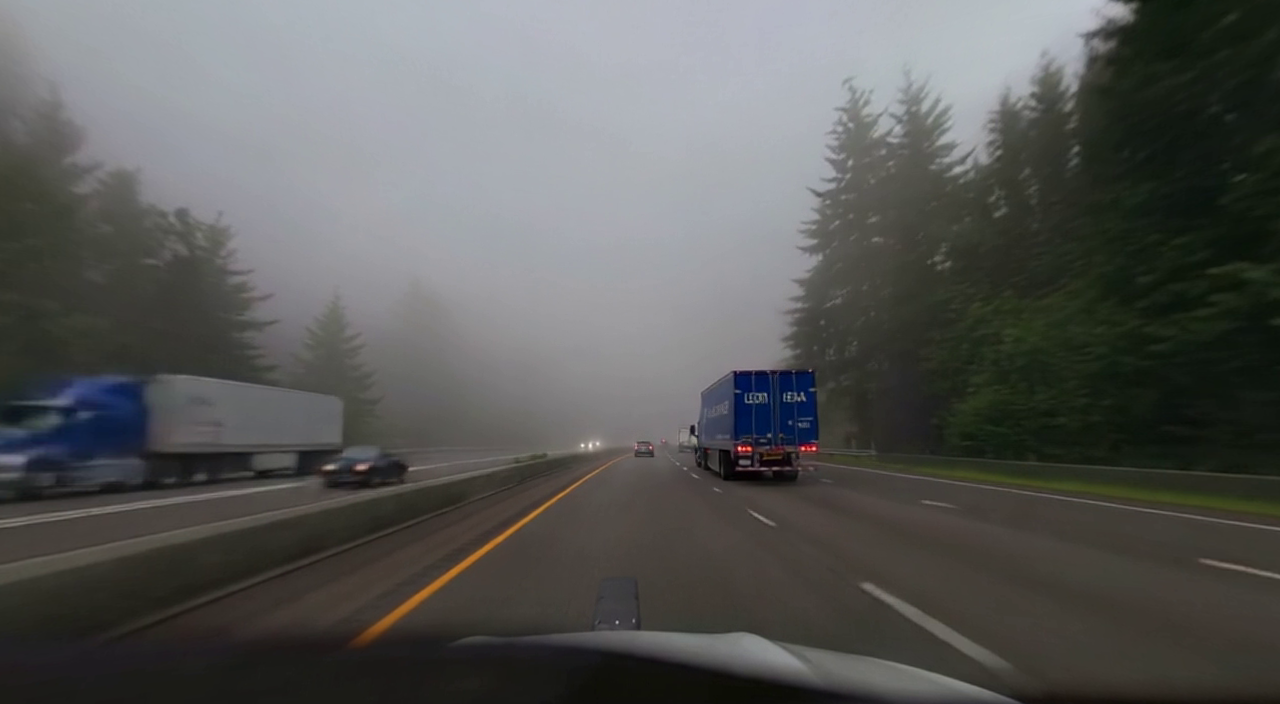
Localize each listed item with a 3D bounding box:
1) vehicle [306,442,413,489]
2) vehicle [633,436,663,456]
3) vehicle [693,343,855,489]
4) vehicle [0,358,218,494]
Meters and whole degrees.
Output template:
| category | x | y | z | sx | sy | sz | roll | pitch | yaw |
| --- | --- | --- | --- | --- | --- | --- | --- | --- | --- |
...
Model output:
| category | x | y | z | sx | sy | sz | roll | pitch | yaw |
| --- | --- | --- | --- | --- | --- | --- | --- | --- | --- |
| vehicle | -10.279 | 4.145 | 23.458 | 2.142 | 1.532 | 3.971 | 0 | -8 | 1 |
| vehicle | 0.604 | 7.157 | 48.209 | 2.209 | 1.499 | 4.144 | 0 | -8 | 1 |
| vehicle | 4.334 | 2.684 | 24.630 | 3.171 | 4.072 | 13.784 | 0 | -8 | 0 |
| vehicle | -18.199 | 2.557 | 21.698 | 3.000 | 4.016 | 5.901 | 0 | -8 | 1 |
